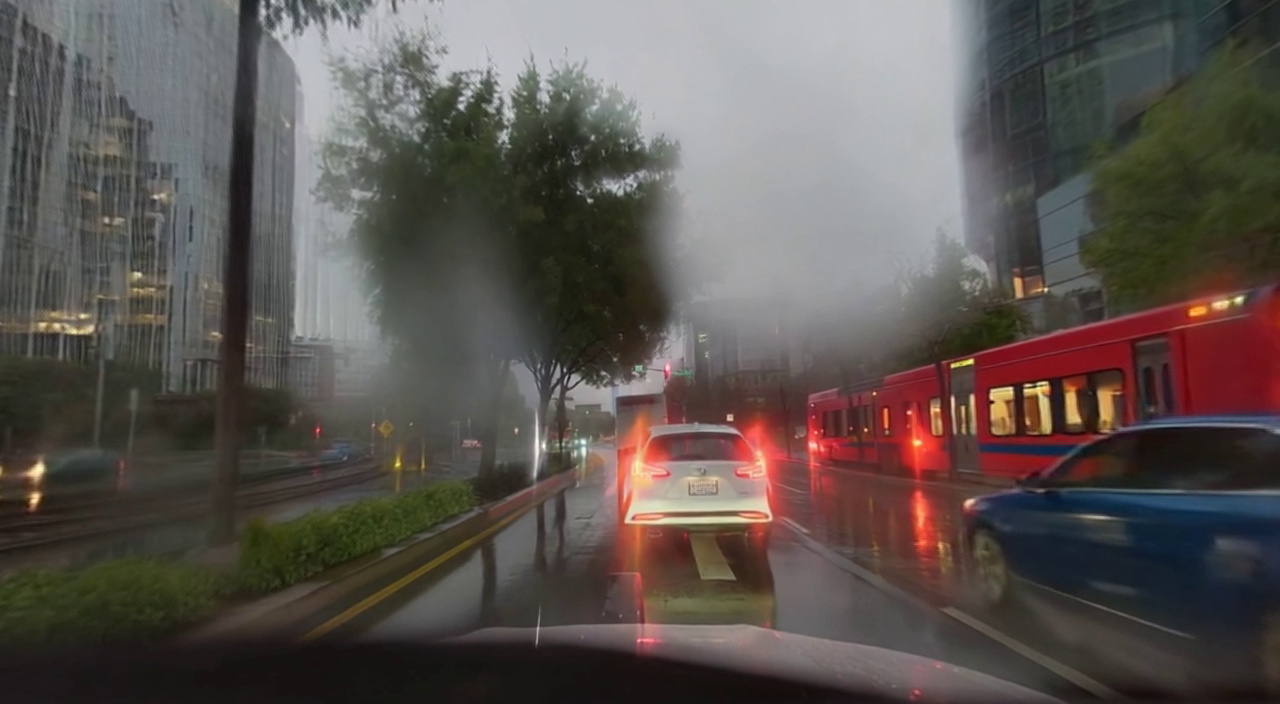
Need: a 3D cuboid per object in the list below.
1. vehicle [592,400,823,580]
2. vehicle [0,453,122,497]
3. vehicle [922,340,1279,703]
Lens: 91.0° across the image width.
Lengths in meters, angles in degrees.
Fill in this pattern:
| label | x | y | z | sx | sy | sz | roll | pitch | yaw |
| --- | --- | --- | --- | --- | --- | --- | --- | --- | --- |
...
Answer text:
| label | x | y | z | sx | sy | sz | roll | pitch | yaw |
| --- | --- | --- | --- | --- | --- | --- | --- | --- | --- |
| vehicle | 0.550 | 1.610 | 8.064 | 2.190 | 1.684 | 4.084 | 0 | -9 | -3 |
| vehicle | -23.057 | 4.700 | 24.379 | 1.900 | 1.465 | 4.781 | 0 | -9 | 0 |
| vehicle | 3.846 | 0.962 | 3.676 | 2.212 | 1.709 | 4.715 | 0 | -9 | 0 |
